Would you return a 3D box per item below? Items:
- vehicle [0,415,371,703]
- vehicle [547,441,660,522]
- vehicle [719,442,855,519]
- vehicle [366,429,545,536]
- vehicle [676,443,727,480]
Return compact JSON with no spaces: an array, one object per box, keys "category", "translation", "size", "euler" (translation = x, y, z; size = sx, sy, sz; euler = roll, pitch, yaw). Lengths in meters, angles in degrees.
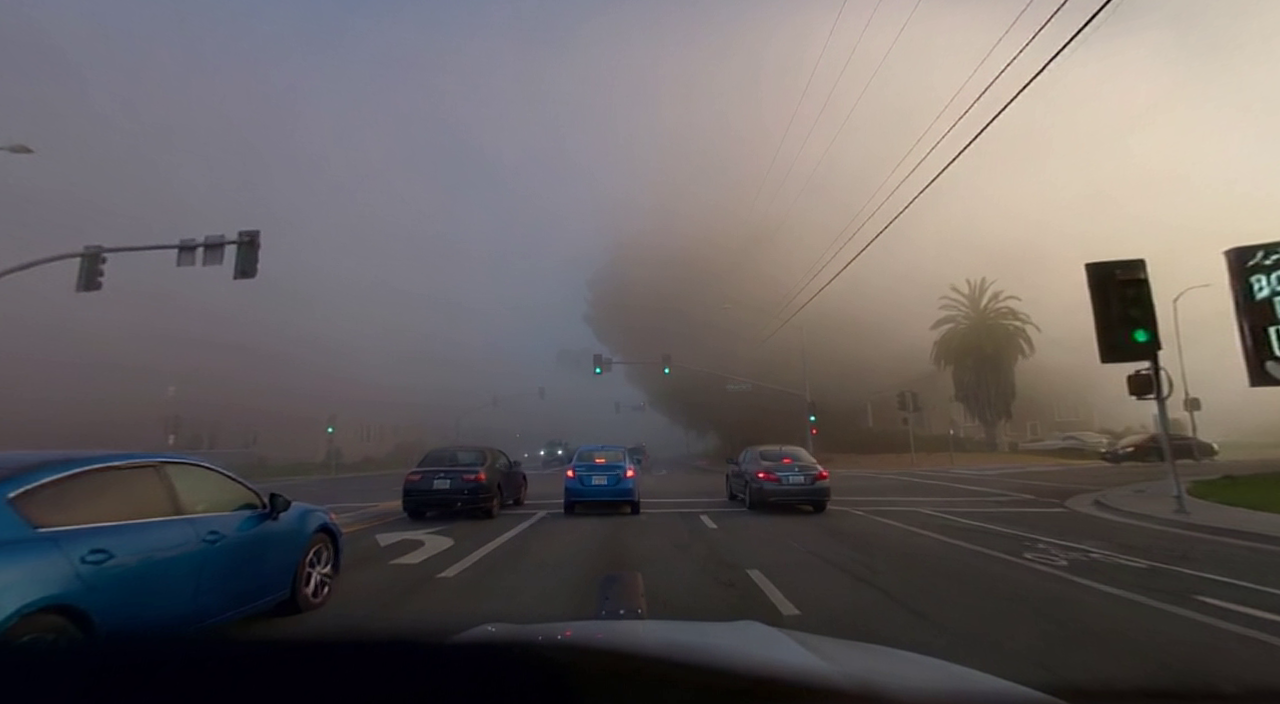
[{"category":"vehicle","translation":[-3.660,1.193,3.826],"size":[2.058,1.474,4.473],"euler":[0,-9,0]},{"category":"vehicle","translation":[-0.671,2.713,13.789],"size":[2.104,1.500,3.815],"euler":[0,-9,1]},{"category":"vehicle","translation":[3.125,2.825,14.459],"size":[2.014,1.464,4.312],"euler":[0,-9,-1]},{"category":"vehicle","translation":[-3.317,2.448,12.506],"size":[2.024,1.701,4.572],"euler":[0,-9,2]},{"category":"vehicle","translation":[2.892,5.244,30.546],"size":[1.956,1.615,4.205],"euler":[0,-9,-1]}]
